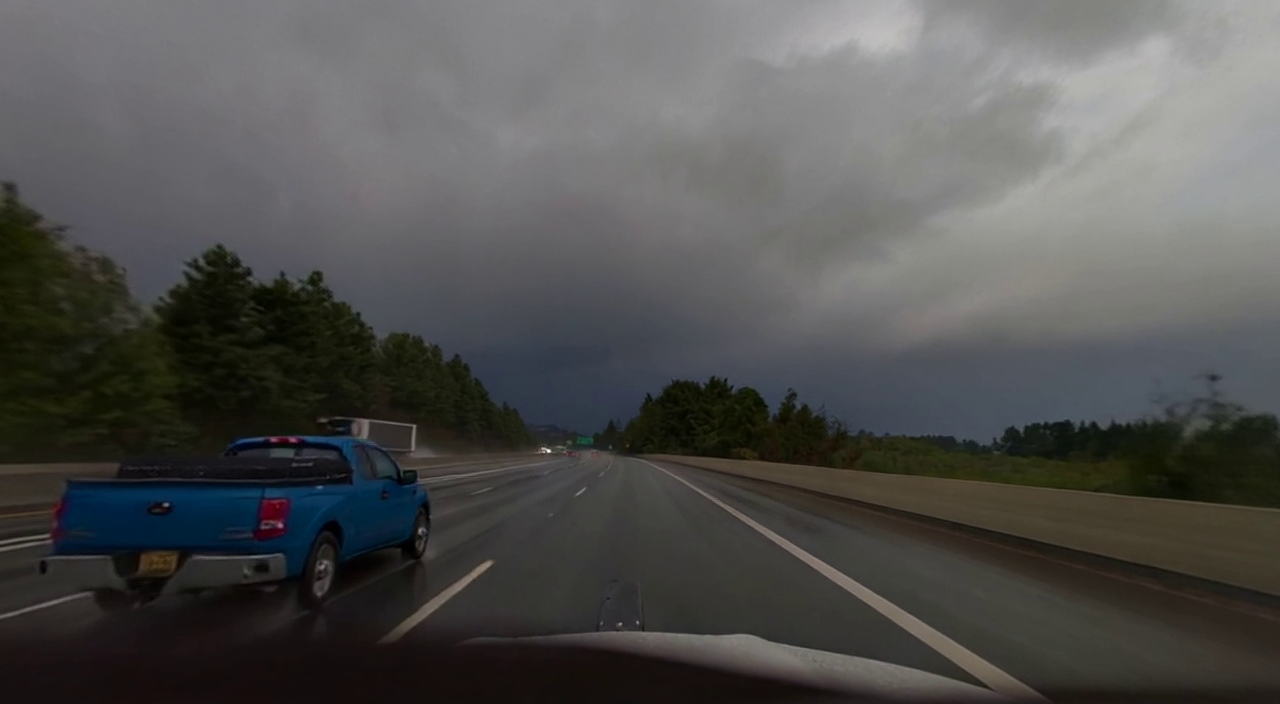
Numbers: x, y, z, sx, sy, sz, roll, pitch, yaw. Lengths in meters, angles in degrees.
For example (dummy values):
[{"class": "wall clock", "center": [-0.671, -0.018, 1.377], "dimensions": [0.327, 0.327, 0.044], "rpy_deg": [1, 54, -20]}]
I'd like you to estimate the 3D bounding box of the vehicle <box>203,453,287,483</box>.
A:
[{"class": "vehicle", "center": [-21.746, 6.382, 34.946], "dimensions": [1.997, 1.507, 4.137], "rpy_deg": [0, -9, -1]}]
